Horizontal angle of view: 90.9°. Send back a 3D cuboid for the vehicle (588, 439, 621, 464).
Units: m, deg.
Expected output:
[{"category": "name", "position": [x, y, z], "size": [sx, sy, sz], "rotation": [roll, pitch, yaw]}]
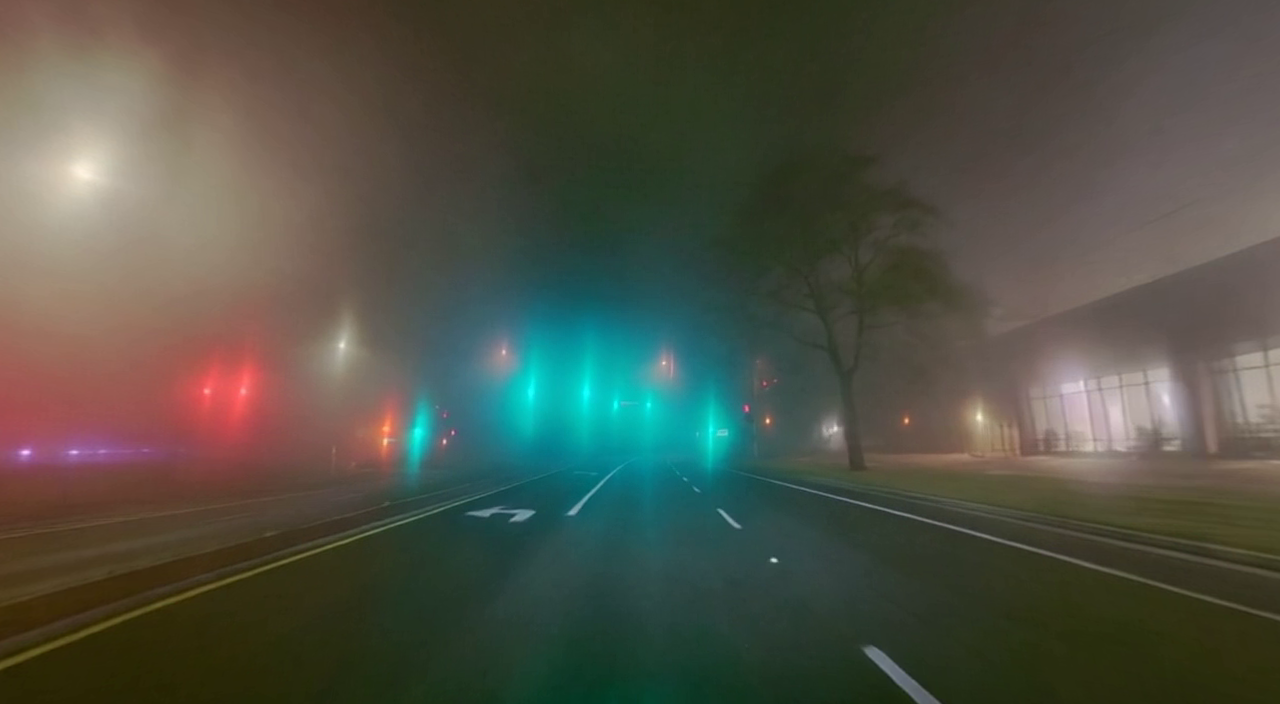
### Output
[{"category": "vehicle", "position": [-2.653, 7.634, 48.644], "size": [2.250, 1.791, 4.300], "rotation": [0, -8, 1]}]
